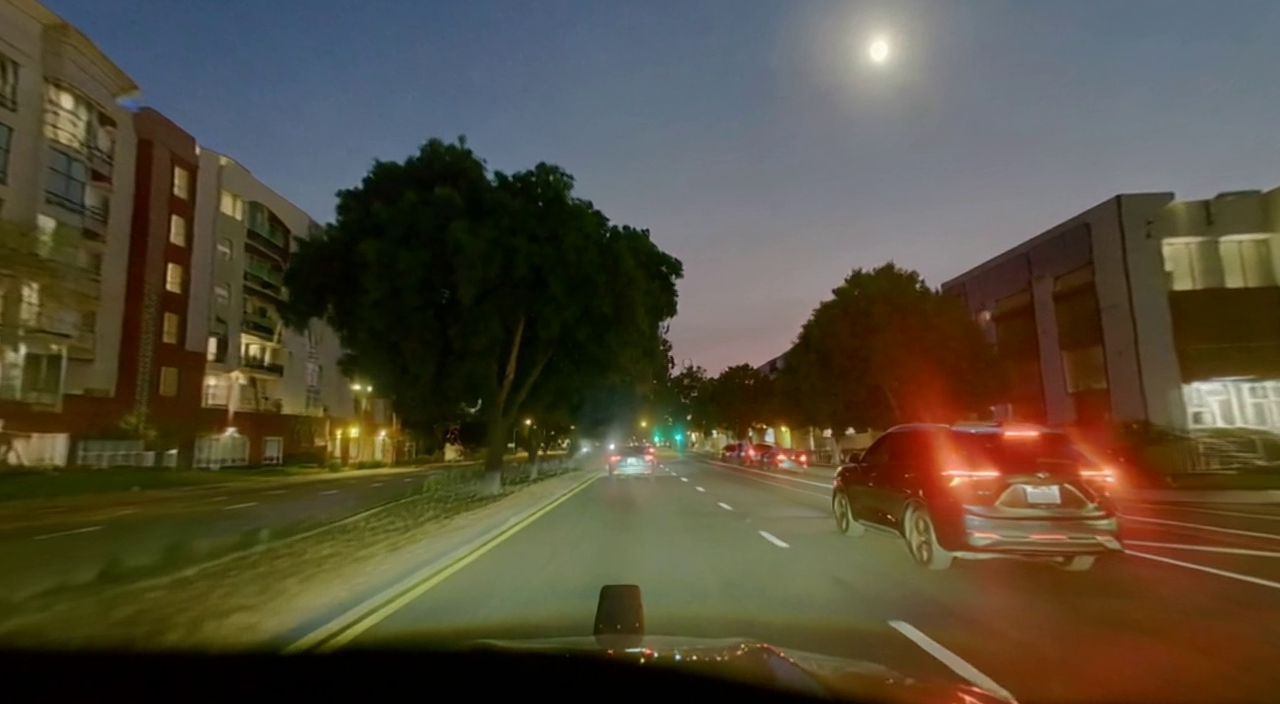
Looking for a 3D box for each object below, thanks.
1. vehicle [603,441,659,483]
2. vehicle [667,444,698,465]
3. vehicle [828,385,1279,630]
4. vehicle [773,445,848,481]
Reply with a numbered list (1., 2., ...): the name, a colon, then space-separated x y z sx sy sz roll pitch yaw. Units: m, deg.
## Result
1. vehicle: -0.326 4.214 24.491 2.006 1.487 3.535 0 -9 0
2. vehicle: 3.155 7.755 47.971 1.910 1.474 4.003 0 -9 -3
3. vehicle: 3.614 1.402 6.579 1.949 1.723 4.020 0 -9 -1
4. vehicle: 7.505 4.913 28.284 1.962 1.484 4.644 0 -9 -2
